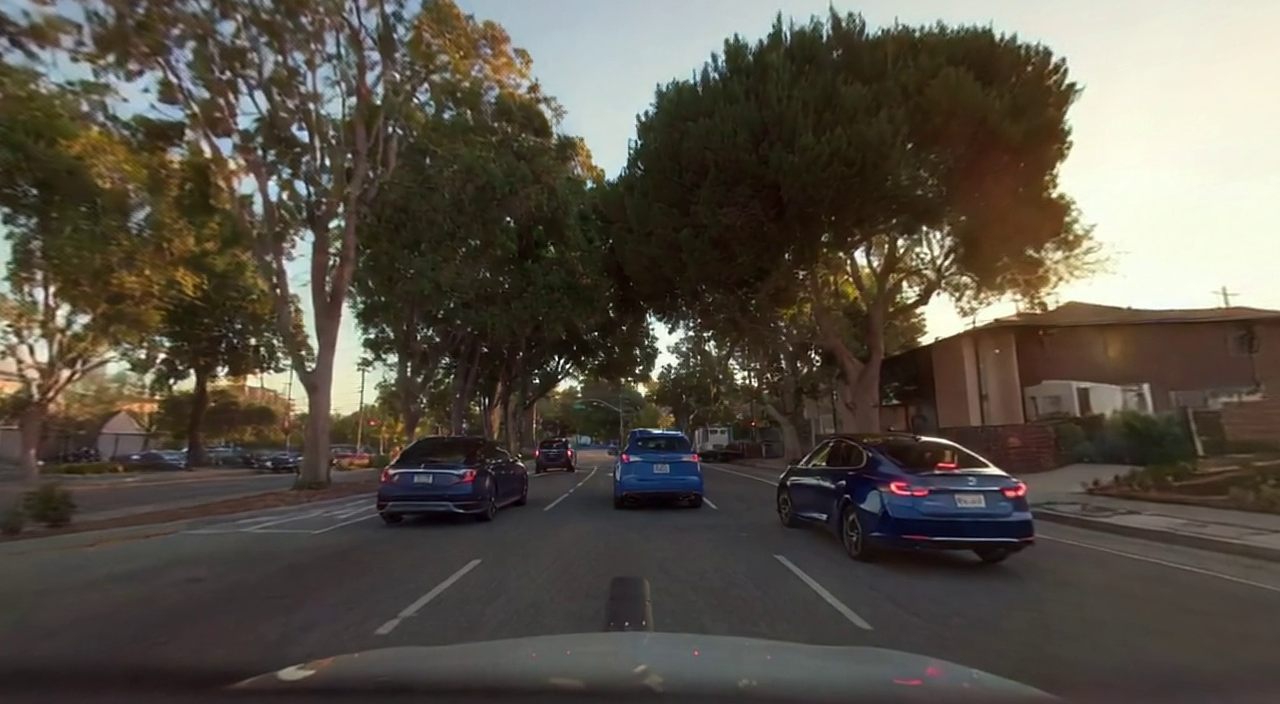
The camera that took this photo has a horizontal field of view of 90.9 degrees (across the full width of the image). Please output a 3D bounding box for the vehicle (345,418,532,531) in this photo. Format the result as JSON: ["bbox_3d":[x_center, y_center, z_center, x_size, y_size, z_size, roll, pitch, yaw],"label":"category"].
[{"bbox_3d":[-3.444,2.198,11.915,2.043,1.687,4.676,0,-8,-1],"label":"vehicle"}]

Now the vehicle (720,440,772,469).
[{"bbox_3d":[5.795,5.686,35.098,2.010,1.486,4.498,0,-8,-1],"label":"vehicle"}]

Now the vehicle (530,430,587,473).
[{"bbox_3d":[-3.602,4.490,28.584,2.014,1.755,4.360,0,-8,0],"label":"vehicle"}]

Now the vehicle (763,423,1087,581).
[{"bbox_3d":[3.190,1.775,8.378,2.017,1.491,4.611,0,-8,-2],"label":"vehicle"}]

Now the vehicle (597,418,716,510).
[{"bbox_3d":[0.200,2.479,14.363,2.280,1.747,4.361,0,-8,-3],"label":"vehicle"}]
